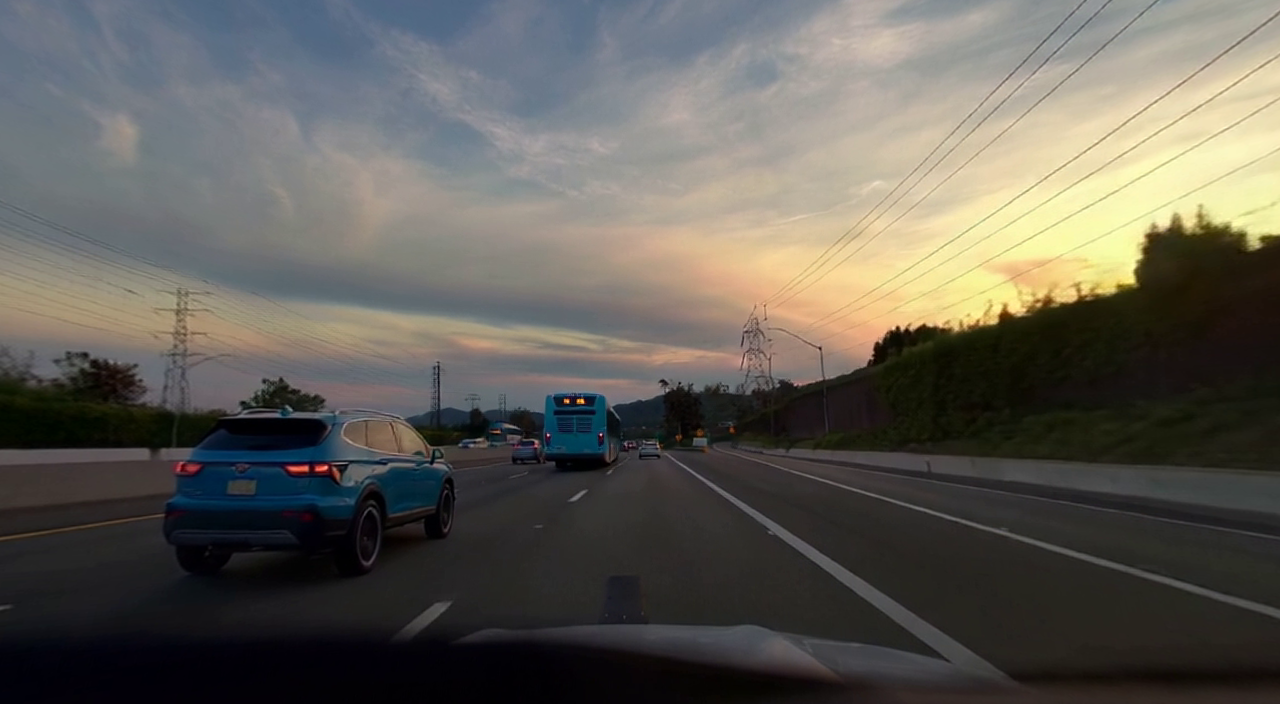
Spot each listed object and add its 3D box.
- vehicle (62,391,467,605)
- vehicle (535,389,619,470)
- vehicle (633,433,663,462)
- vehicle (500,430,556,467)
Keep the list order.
[{"bbox_3d":[-3.664,1.507,7.331,2.021,1.730,4.223,0,-8,1],"label":"vehicle"},{"bbox_3d":[-3.153,4.537,35.532,3.382,3.712,11.766,1,-9,1],"label":"vehicle"},{"bbox_3d":[0.575,6.974,46.131,2.083,2.001,4.782,0,-8,0],"label":"vehicle"},{"bbox_3d":[-6.881,6.034,39.400,2.282,2.116,6.030,0,-8,1],"label":"vehicle"}]
